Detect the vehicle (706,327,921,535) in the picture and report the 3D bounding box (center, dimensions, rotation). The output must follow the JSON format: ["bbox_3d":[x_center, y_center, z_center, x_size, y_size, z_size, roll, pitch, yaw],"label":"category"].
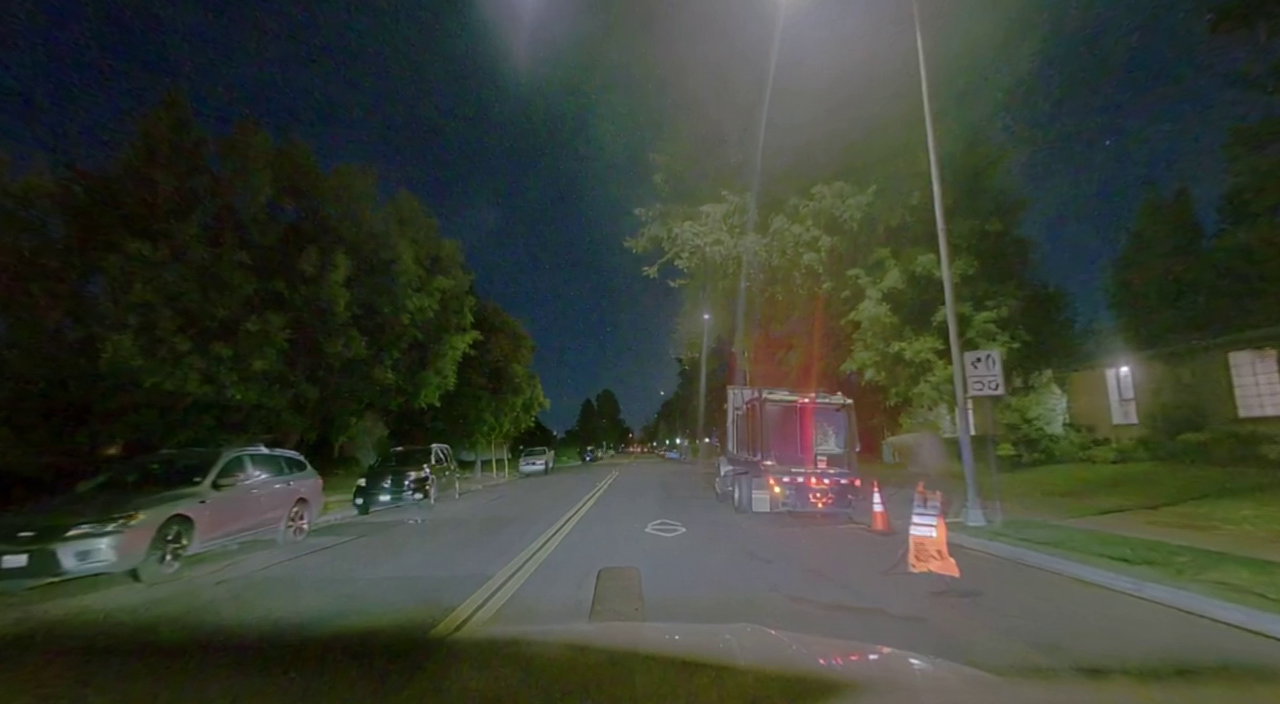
[{"bbox_3d":[3.189,1.760,13.798,2.750,3.440,6.535,0,-8,0],"label":"vehicle"}]

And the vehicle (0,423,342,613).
[{"bbox_3d":[-6.493,2.066,8.860,2.312,1.790,5.067,-4,-8,-2],"label":"vehicle"}]

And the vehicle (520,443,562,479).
[{"bbox_3d":[-5.722,6.323,37.026,2.087,1.835,4.445,-2,-7,-5],"label":"vehicle"}]

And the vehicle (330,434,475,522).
[{"bbox_3d":[-6.209,3.293,17.195,2.210,1.849,4.638,-5,-8,-1],"label":"vehicle"}]
